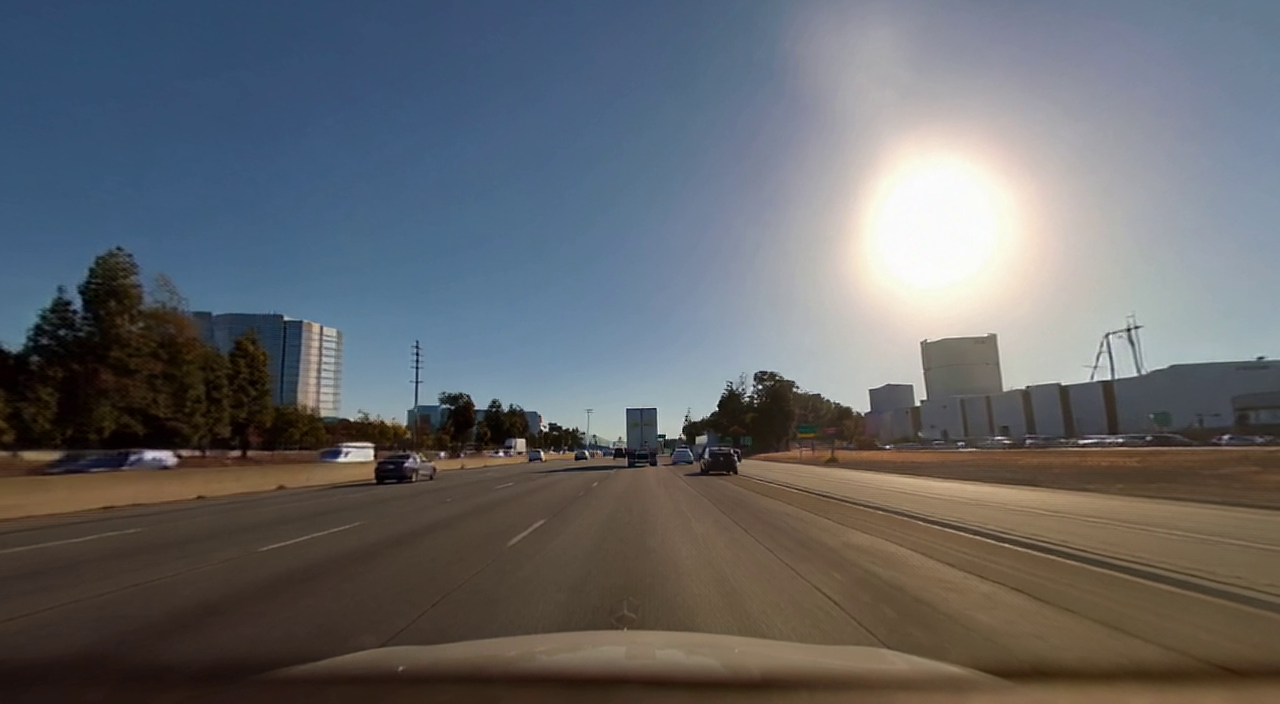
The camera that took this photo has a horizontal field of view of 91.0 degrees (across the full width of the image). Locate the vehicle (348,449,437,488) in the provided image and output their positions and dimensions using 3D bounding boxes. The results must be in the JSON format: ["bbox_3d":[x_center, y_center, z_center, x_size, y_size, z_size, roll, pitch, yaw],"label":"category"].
[{"bbox_3d":[-10.645,5.013,27.486,2.015,1.521,4.550,0,-9,1],"label":"vehicle"}]

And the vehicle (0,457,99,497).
[{"bbox_3d":[-24.086,4.945,25.232,1.593,1.431,3.593,0,-9,-1],"label":"vehicle"}]

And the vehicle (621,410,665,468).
[{"bbox_3d":[0.384,6.695,48.141,3.012,3.928,10.262,0,-9,2],"label":"vehicle"}]

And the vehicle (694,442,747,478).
[{"bbox_3d":[4.070,5.515,32.417,2.107,1.707,4.445,0,-9,0],"label":"vehicle"}]

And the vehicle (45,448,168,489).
[{"bbox_3d":[-20.532,4.475,24.440,1.603,1.447,3.570,0,-9,0],"label":"vehicle"}]

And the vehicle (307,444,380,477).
[{"bbox_3d":[-17.322,6.354,37.085,2.130,1.783,4.698,0,-9,-2],"label":"vehicle"}]
